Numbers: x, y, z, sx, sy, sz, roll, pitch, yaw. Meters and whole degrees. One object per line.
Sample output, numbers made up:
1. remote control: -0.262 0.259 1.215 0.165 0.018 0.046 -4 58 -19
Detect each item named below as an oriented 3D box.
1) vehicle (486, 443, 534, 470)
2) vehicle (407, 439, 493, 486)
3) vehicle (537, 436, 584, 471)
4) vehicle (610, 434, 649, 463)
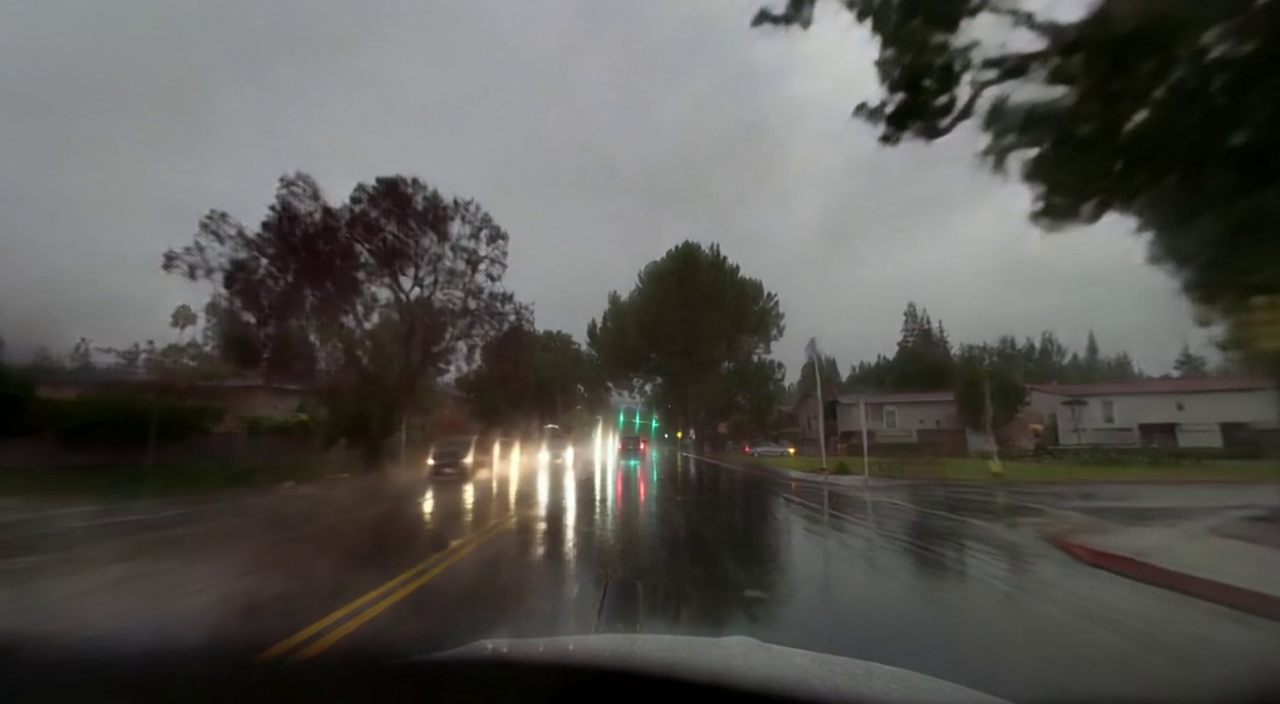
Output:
1. vehicle: -8.039 6.476 39.450 2.054 1.528 4.297 -1 -9 0
2. vehicle: -7.480 4.368 25.388 2.069 1.654 4.458 -1 -9 0
3. vehicle: -4.230 5.461 34.065 1.955 1.723 4.287 0 -9 0
4. vehicle: -0.677 6.735 44.081 2.554 1.902 5.329 0 -9 1
